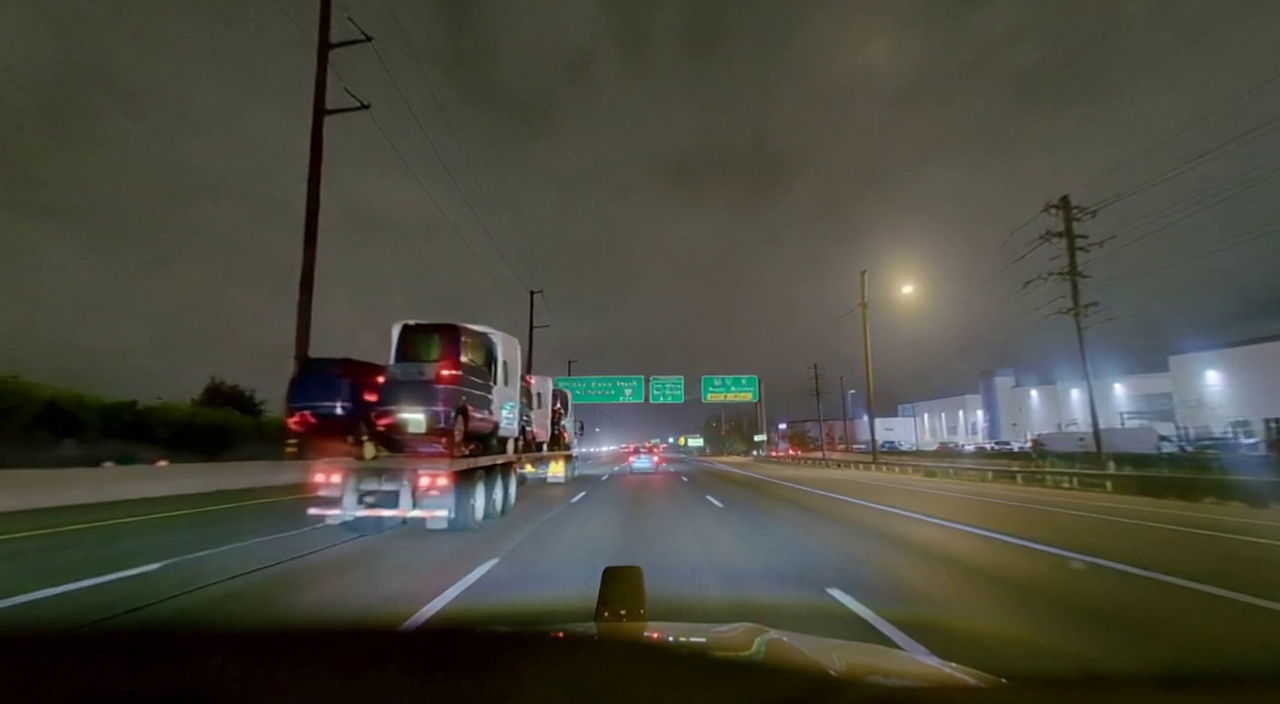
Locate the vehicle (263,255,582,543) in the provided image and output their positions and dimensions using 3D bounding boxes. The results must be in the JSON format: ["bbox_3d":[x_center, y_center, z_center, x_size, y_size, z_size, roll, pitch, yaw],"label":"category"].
[{"bbox_3d":[-3.933,1.835,17.520,2.888,4.308,16.259,0,-8,1],"label":"vehicle"}]

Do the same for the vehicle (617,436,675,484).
[{"bbox_3d":[0.229,4.565,26.898,2.279,1.837,4.747,0,-8,0],"label":"vehicle"}]
